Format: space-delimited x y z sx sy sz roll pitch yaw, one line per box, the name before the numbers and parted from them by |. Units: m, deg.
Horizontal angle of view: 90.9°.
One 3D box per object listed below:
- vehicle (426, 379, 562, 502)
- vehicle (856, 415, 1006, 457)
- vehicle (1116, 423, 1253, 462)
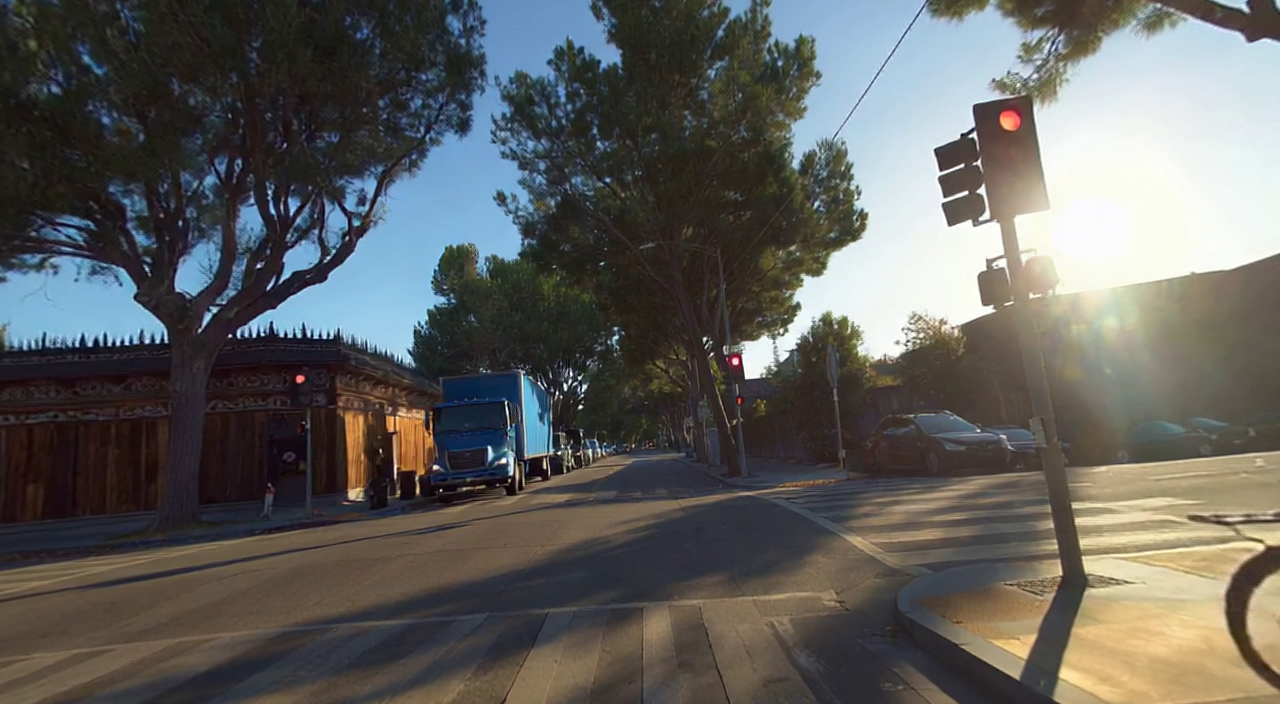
vehicle | -5.757 3.797 27.030 3.113 4.041 10.284 -5 -8 1
vehicle | 10.692 3.137 23.420 4.643 1.456 1.820 -1 -8 5
vehicle | 24.951 4.167 29.017 4.268 1.695 2.053 0 -8 3
